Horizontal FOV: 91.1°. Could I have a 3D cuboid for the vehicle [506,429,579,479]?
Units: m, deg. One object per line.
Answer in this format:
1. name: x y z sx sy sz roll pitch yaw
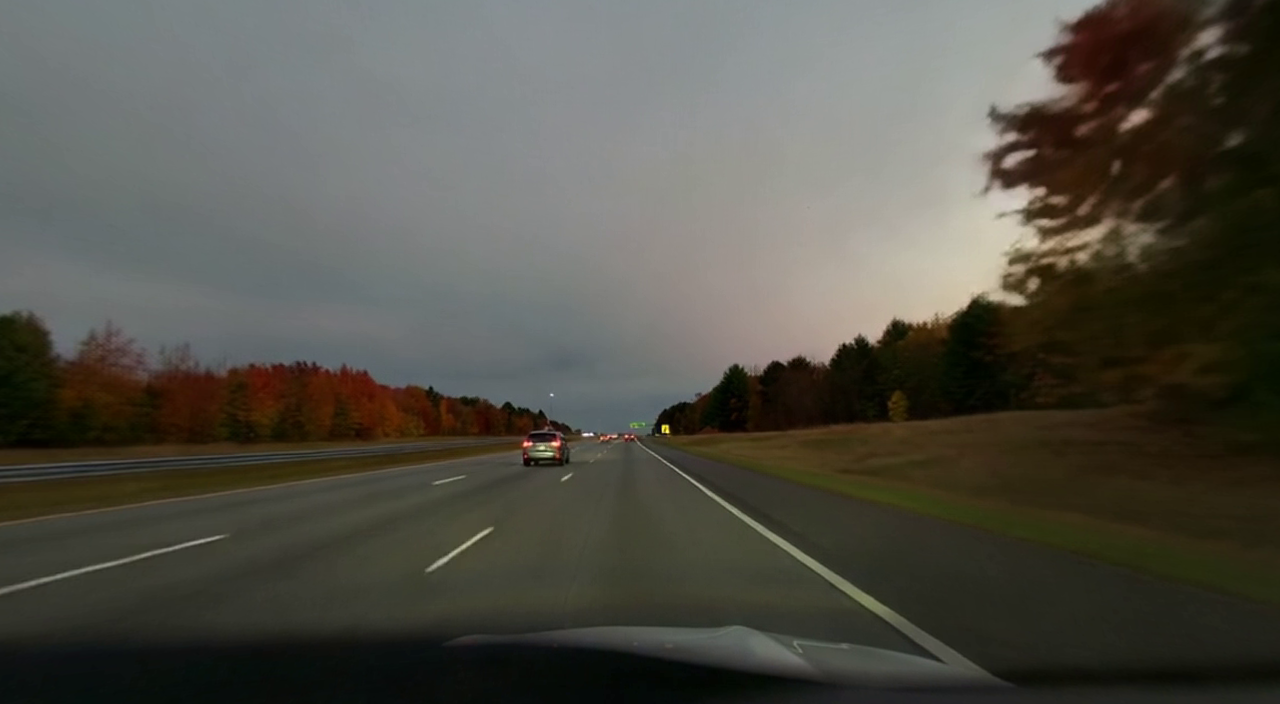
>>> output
1. vehicle: -3.531 3.779 23.600 2.057 1.666 4.552 0 -8 -1
